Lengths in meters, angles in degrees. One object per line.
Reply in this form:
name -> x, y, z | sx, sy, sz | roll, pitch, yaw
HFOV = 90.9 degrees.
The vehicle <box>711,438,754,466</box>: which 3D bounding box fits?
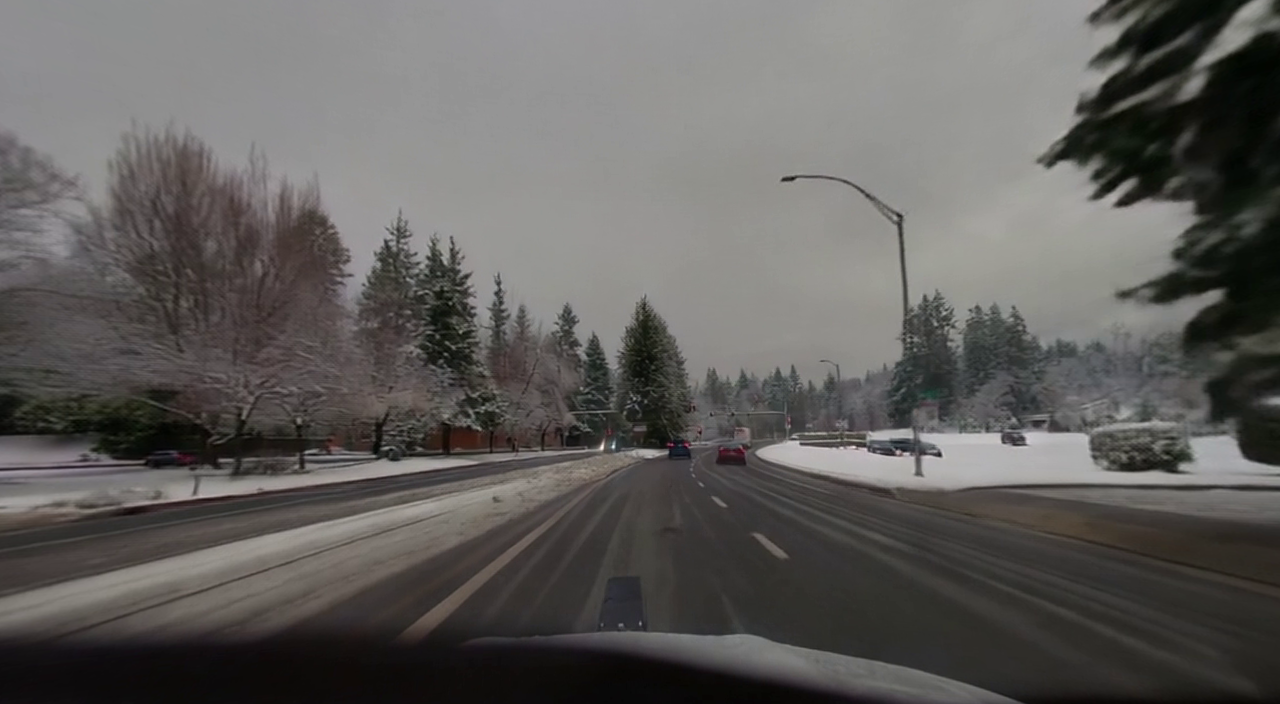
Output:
vehicle -> 5.291, 5.788, 36.506 | 1.989, 1.497, 4.436 | -1, -9, 3
